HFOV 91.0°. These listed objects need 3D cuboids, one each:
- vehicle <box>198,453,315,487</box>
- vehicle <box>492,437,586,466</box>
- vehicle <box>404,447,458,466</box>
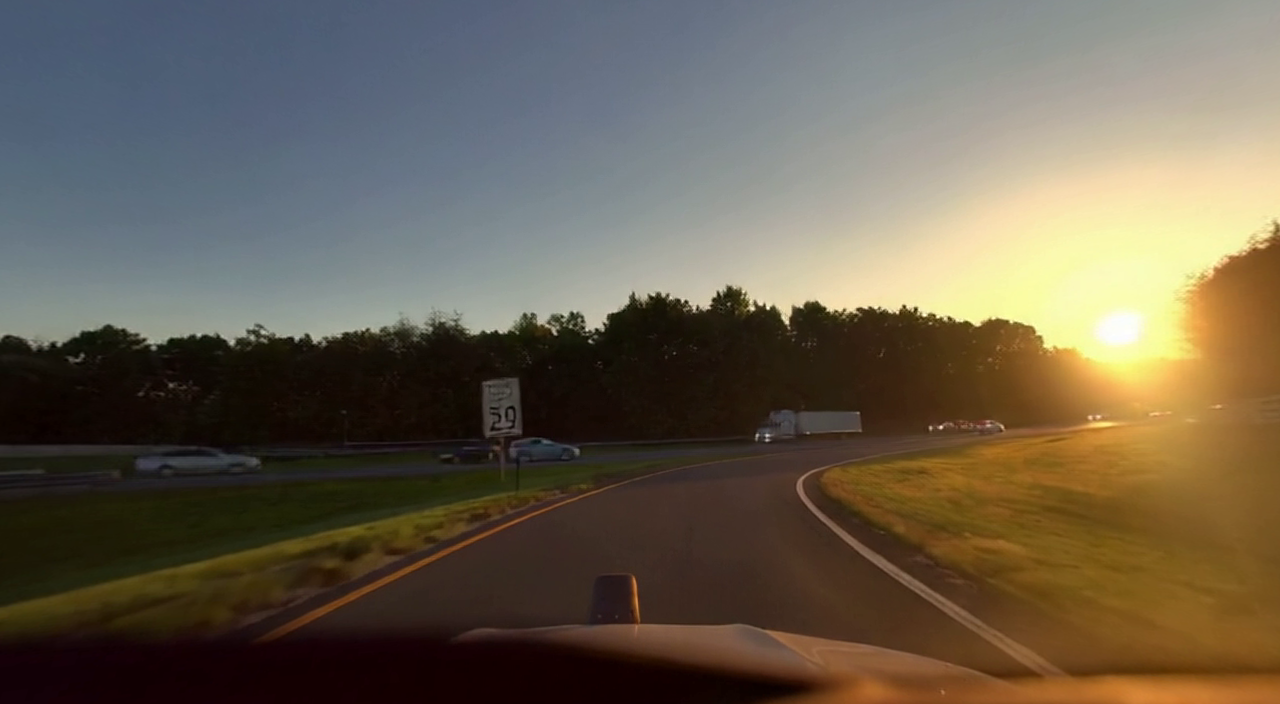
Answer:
[{"bbox_3d":[-19.181,5.845,31.545,4.819,1.496,1.923,5,-10,-34],"label":"vehicle"},{"bbox_3d":[-5.771,5.685,36.219,4.843,1.579,2.135,5,-10,-34],"label":"vehicle"},{"bbox_3d":[-16.329,8.128,49.150,3.568,1.400,1.711,5,-10,-36],"label":"vehicle"}]
